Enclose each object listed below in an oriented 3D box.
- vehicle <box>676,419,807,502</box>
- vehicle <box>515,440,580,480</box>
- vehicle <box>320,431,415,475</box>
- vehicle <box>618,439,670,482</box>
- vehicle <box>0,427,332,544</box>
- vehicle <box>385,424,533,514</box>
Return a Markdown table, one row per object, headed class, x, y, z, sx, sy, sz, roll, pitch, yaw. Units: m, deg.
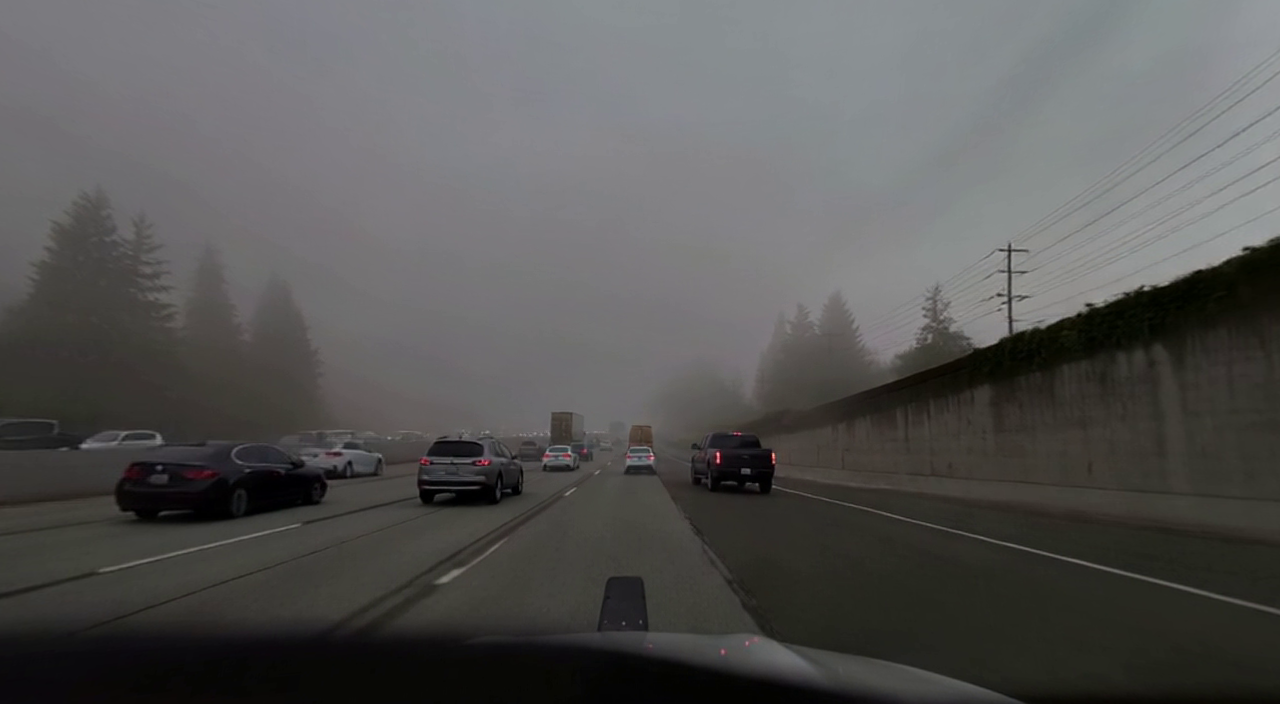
| class | x | y | z | sx | sy | sz | roll | pitch | yaw |
| --- | --- | --- | --- | --- | --- | --- | --- | --- | --- |
| vehicle | 2.816 | 3.253 | 19.398 | 2.793 | 2.132 | 5.682 | 0 | -8 | -3 |
| vehicle | -3.866 | 4.584 | 27.148 | 2.049 | 1.530 | 4.707 | 0 | -8 | 1 |
| vehicle | -11.207 | 4.194 | 26.330 | 1.897 | 1.655 | 4.543 | 0 | -8 | 1 |
| vehicle | 0.162 | 4.620 | 27.193 | 2.092 | 1.671 | 3.889 | 0 | -8 | 0 |
| vehicle | -7.442 | 2.112 | 10.755 | 1.985 | 1.529 | 4.710 | 0 | -8 | 0 |
| vehicle | -3.872 | 2.589 | 14.461 | 2.026 | 1.719 | 4.490 | 0 | -8 | 0 |
